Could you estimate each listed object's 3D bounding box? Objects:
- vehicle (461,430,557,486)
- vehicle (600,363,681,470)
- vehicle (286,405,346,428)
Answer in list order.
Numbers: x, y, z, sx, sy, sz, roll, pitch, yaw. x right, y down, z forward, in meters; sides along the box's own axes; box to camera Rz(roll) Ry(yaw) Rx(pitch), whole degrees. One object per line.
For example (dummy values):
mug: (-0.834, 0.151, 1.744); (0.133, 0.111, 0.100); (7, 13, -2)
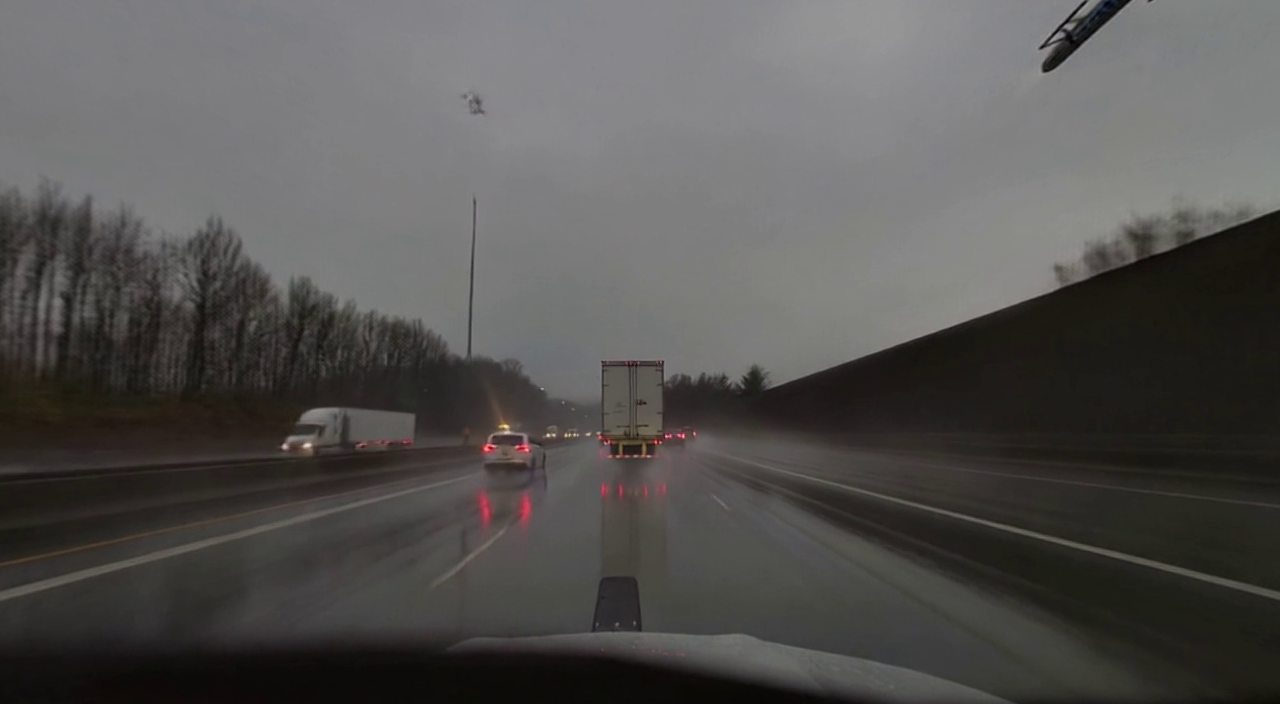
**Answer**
vehicle: (-3.888, 3.203, 19.522); (2.005, 1.521, 4.454); (0, -8, 0)
vehicle: (-0.055, 3.486, 31.645); (2.965, 3.972, 16.689); (0, -8, 0)
vehicle: (-25.412, 5.137, 49.466); (2.062, 1.683, 4.981); (0, -8, 0)
